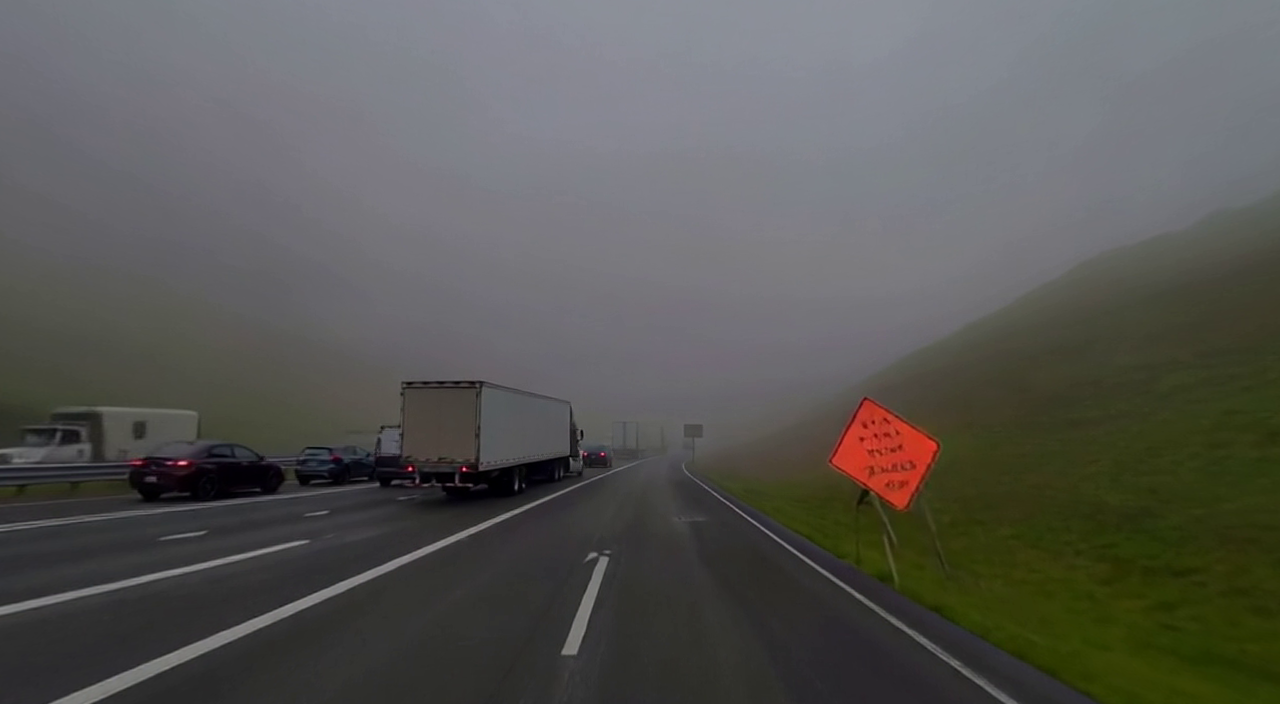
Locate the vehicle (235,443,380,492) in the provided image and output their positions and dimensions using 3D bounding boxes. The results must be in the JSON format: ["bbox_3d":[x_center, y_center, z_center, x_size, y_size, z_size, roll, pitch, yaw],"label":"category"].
[{"bbox_3d":[-11.370,3.986,22.034,1.925,1.493,4.864,-1,-9,8],"label":"vehicle"}]

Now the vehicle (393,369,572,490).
[{"bbox_3d":[-6.138,3.734,28.608,2.848,4.067,14.314,-1,-9,7],"label":"vehicle"}]

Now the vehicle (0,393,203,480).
[{"bbox_3d":[-29.182,4.634,33.905,2.934,3.945,10.035,-2,-9,9],"label":"vehicle"}]

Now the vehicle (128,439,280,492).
[{"bbox_3d":[-15.271,3.995,22.422,1.943,1.662,4.283,-1,-9,8],"label":"vehicle"}]
